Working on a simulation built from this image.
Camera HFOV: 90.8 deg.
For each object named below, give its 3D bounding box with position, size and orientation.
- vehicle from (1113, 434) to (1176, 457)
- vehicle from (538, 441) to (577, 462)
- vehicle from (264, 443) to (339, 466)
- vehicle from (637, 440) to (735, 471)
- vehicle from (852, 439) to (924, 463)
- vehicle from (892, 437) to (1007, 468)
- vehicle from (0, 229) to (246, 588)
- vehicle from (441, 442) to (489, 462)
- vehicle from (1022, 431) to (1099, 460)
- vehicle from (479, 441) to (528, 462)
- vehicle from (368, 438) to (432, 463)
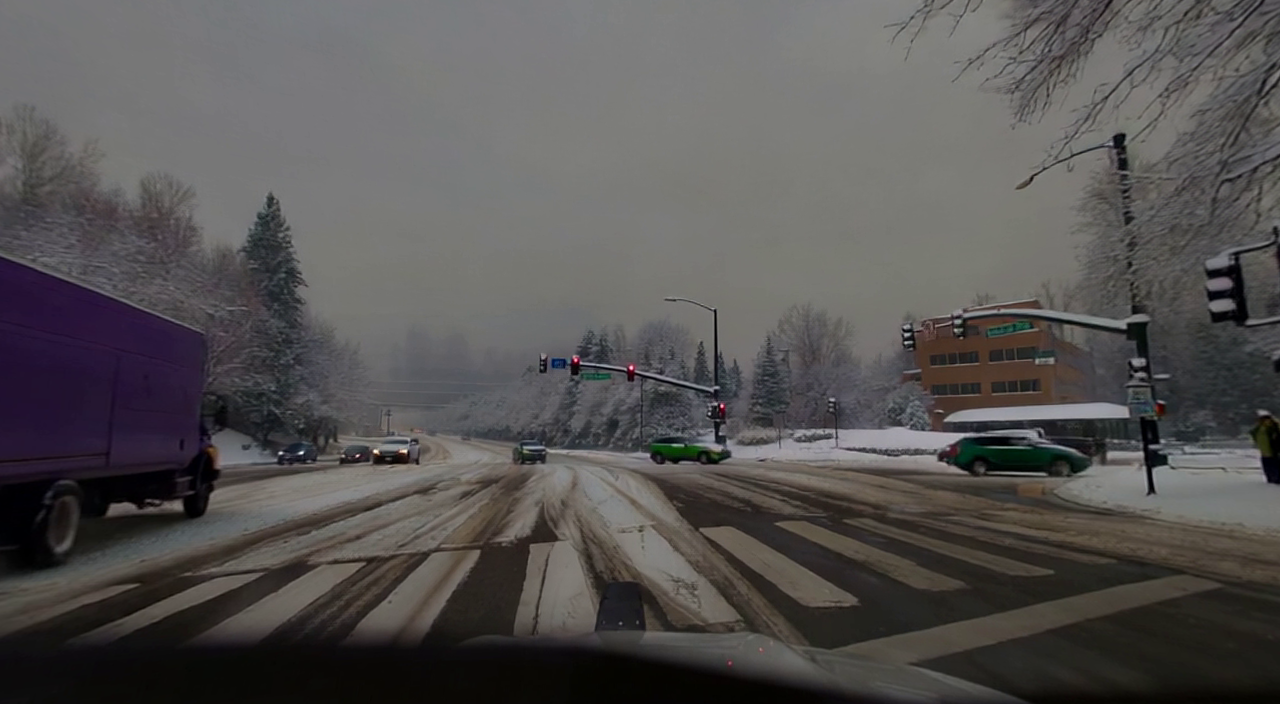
[{"bbox_3d":[38.656,7.152,48.391,4.122,1.682,1.930,4,-9,-25],"label":"vehicle"},{"bbox_3d":[-6.249,7.581,48.238,2.086,1.487,4.846,-1,-9,3],"label":"vehicle"},{"bbox_3d":[-21.831,6.637,40.995,1.859,1.415,4.591,-1,-9,8],"label":"vehicle"},{"bbox_3d":[2.250,5.150,31.578,4.487,1.415,1.911,-6,-10,33],"label":"vehicle"},{"bbox_3d":[17.162,6.821,43.701,4.524,1.560,2.052,4,-10,-28],"label":"vehicle"},{"bbox_3d":[15.661,5.094,32.080,4.911,1.504,2.109,2,-9,-11],"label":"vehicle"},{"bbox_3d":[-8.131,0.843,8.230,3.112,3.230,6.726,2,-8,-15],"label":"vehicle"},{"bbox_3d":[-13.179,7.587,47.856,1.845,1.426,4.289,-1,-9,8],"label":"vehicle"},{"bbox_3d":[28.313,6.293,42.488,4.662,1.840,2.055,4,-10,-26],"label":"vehicle"},{"bbox_3d":[-10.144,7.466,47.405,2.097,1.484,4.596,-1,-9,8],"label":"vehicle"},{"bbox_3d":[-17.386,7.155,45.996,2.189,1.753,4.785,-2,-9,9],"label":"vehicle"}]
